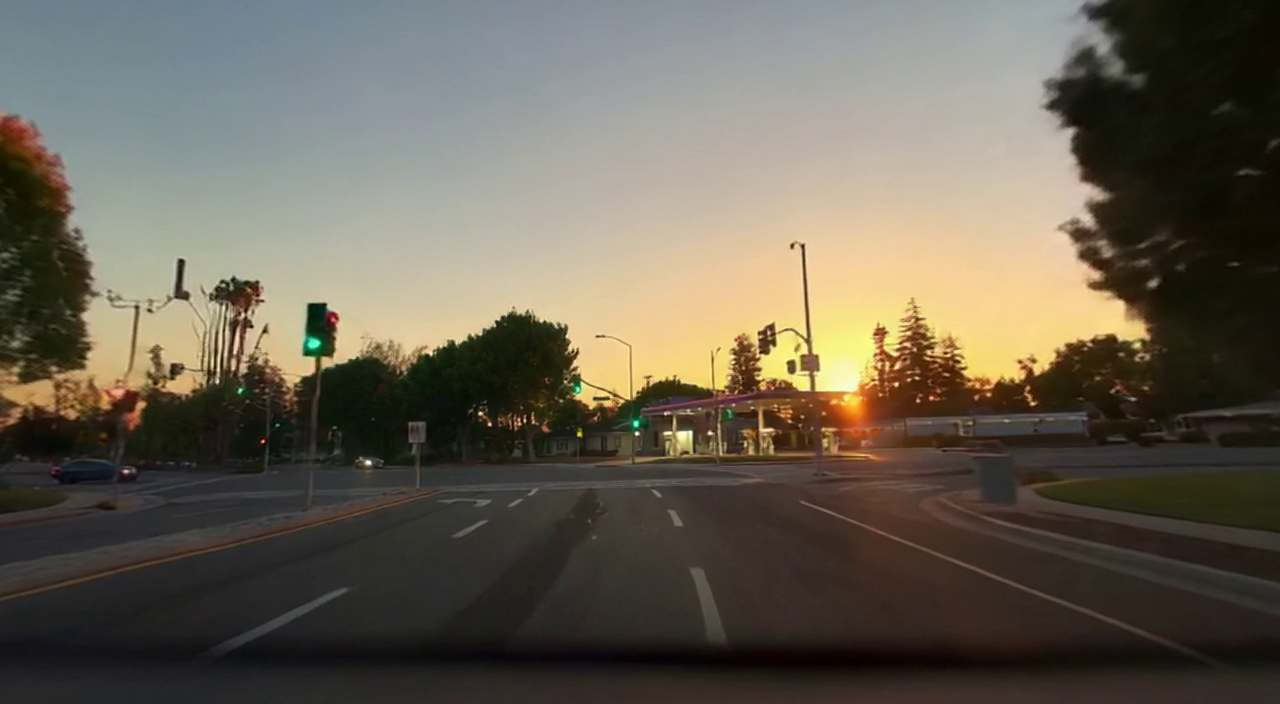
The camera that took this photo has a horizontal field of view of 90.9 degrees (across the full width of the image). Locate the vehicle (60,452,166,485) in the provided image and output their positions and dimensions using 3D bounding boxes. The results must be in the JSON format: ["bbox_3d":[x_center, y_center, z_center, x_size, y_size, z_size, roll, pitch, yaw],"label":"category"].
[{"bbox_3d":[-29.705,6.543,35.597,4.559,1.608,1.961,-2,-7,8],"label":"vehicle"}]
